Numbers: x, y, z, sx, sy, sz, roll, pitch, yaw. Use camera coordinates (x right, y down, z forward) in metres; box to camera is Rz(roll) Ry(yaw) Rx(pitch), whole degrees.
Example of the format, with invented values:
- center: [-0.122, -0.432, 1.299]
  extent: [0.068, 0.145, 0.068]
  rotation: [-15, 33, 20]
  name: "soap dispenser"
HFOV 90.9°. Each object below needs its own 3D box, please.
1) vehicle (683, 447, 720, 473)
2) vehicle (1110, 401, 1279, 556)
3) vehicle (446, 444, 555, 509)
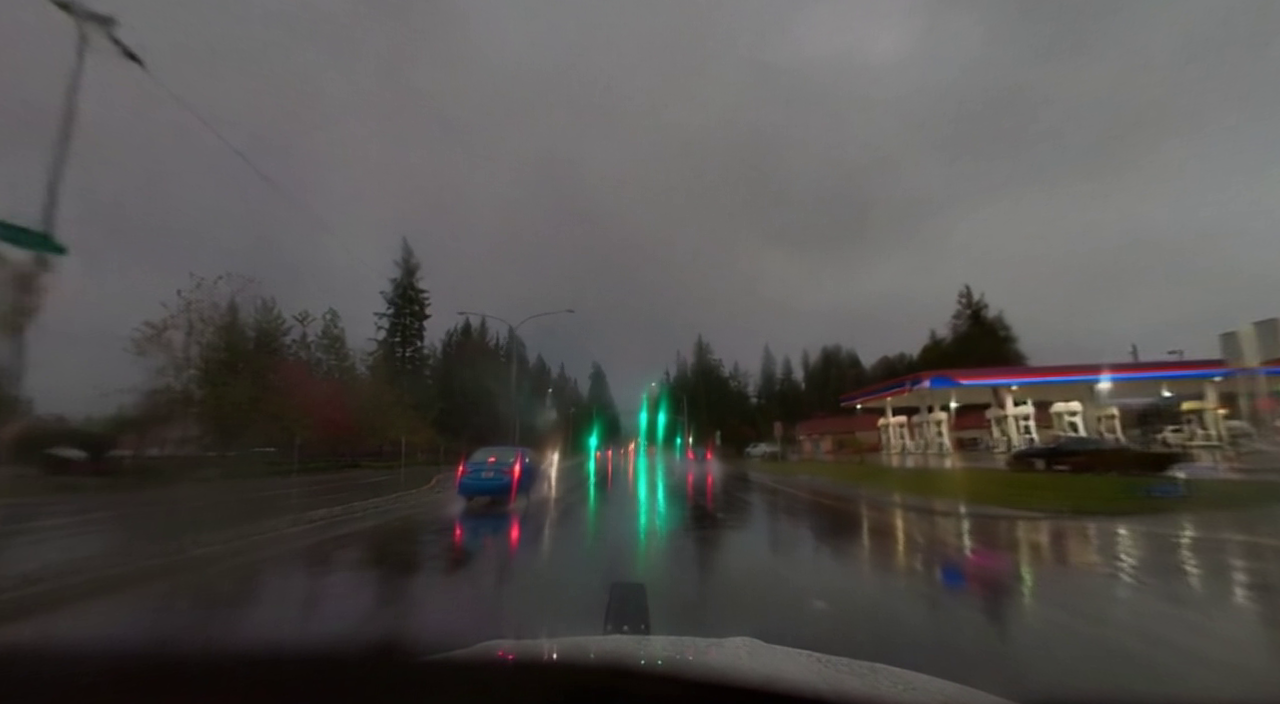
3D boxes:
- center: [3.813, 6.775, 39.753]
  extent: [1.883, 1.465, 3.975]
  rotation: [0, -8, -1]
  name: "vehicle"
- center: [10.577, 1.577, 8.815]
  extent: [5.931, 1.872, 2.264]
  rotation: [-3, -9, 3]
  name: "vehicle"
- center: [-3.454, 3.154, 16.540]
  extent: [1.803, 1.463, 4.422]
  rotation: [0, -8, 1]
  name: "vehicle"
